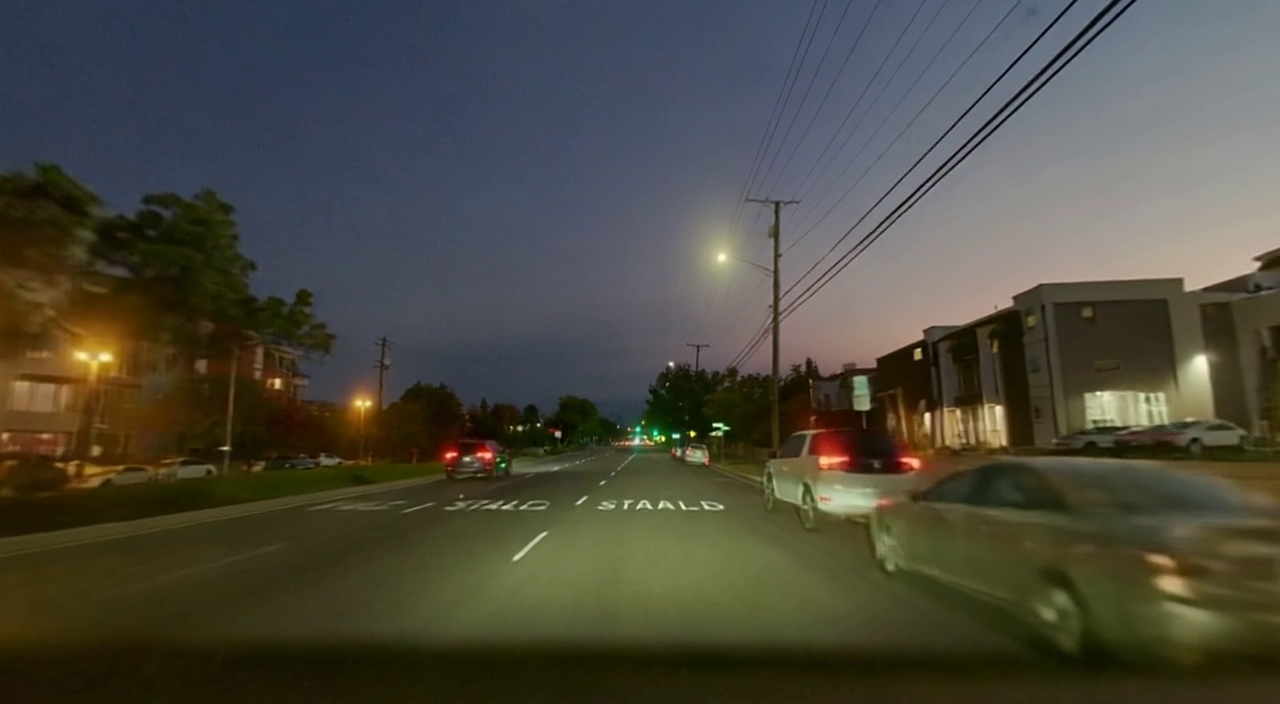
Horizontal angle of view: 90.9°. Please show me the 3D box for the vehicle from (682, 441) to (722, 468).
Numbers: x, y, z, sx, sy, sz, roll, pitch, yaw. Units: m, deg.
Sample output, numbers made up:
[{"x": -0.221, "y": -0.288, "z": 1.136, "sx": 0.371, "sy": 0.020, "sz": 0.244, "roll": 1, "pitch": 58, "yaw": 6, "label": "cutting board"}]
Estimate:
[{"x": 3.854, "y": 6.442, "z": 39.980, "sx": 2.048, "sy": 1.556, "sz": 4.753, "roll": 0, "pitch": -8, "yaw": 0, "label": "vehicle"}]

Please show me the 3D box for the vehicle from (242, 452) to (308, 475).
[{"x": -25.618, "y": 7.831, "z": 44.466, "sx": 1.935, "sy": 1.487, "sz": 4.600, "roll": -1, "pitch": -10, "yaw": 0, "label": "vehicle"}]

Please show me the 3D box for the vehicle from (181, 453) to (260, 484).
[{"x": -25.649, "y": 7.107, "z": 38.741, "sx": 1.857, "sy": 1.472, "sz": 4.422, "roll": -4, "pitch": -7, "yaw": 1, "label": "vehicle"}]

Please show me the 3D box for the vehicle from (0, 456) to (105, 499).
[{"x": -25.834, "y": 5.309, "z": 27.016, "sx": 1.926, "sy": 1.557, "sz": 4.385, "roll": 0, "pitch": -8, "yaw": -1, "label": "vehicle"}]

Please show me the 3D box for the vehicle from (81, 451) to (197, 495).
[{"x": -25.668, "y": 6.174, "z": 32.547, "sx": 2.132, "sy": 1.492, "sz": 4.734, "roll": -4, "pitch": -4, "yaw": 1, "label": "vehicle"}]

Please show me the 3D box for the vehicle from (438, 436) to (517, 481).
[{"x": -6.592, "y": 4.351, "z": 26.111, "sx": 2.000, "sy": 1.671, "sz": 4.497, "roll": 0, "pitch": -8, "yaw": 1, "label": "vehicle"}]

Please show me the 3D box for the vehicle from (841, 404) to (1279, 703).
[{"x": 3.323, "y": 1.267, "z": 4.618, "sx": 2.259, "sy": 1.500, "sz": 4.474, "roll": 0, "pitch": -8, "yaw": 1, "label": "vehicle"}]
